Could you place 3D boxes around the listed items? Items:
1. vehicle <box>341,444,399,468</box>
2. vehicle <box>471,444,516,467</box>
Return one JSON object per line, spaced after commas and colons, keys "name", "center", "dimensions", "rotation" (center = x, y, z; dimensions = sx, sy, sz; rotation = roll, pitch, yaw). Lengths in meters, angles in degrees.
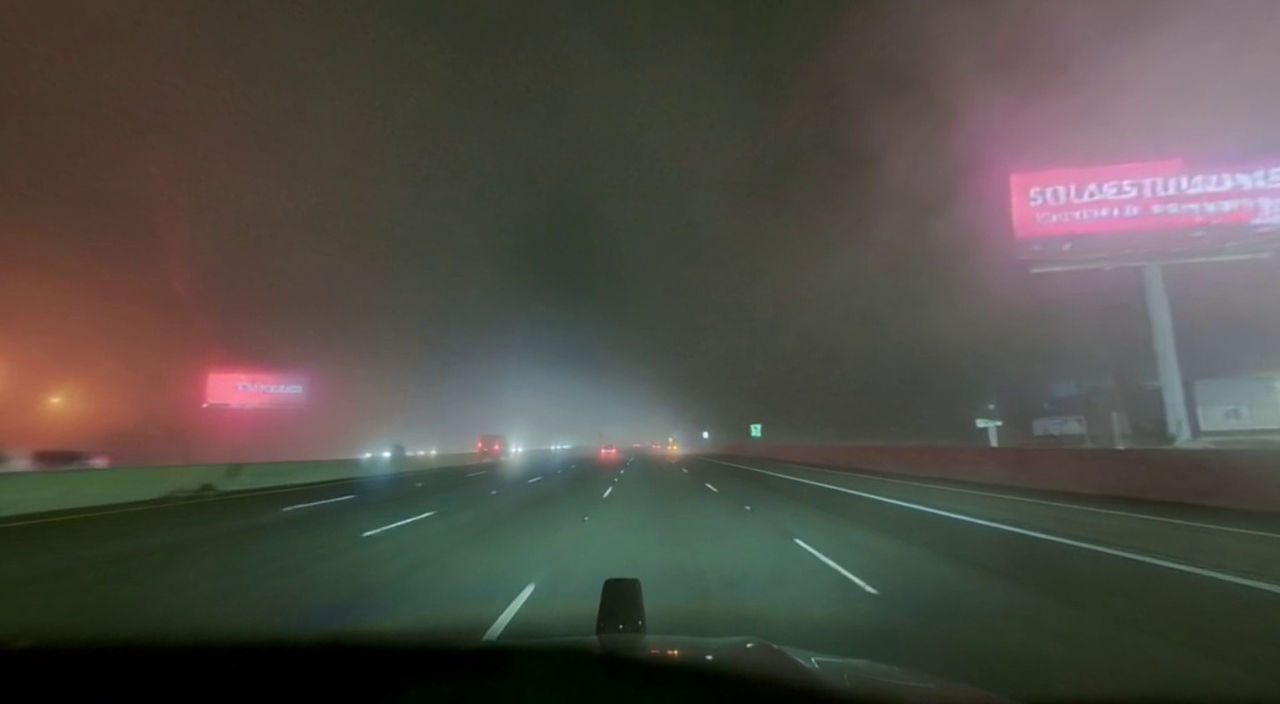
{"name": "vehicle", "center": [-18.825, 7.264, 44.023], "dimensions": [2.026, 1.607, 4.471], "rotation": [0, -9, 1]}
{"name": "vehicle", "center": [-9.988, 7.087, 43.110], "dimensions": [1.974, 1.513, 4.584], "rotation": [0, -9, 0]}
